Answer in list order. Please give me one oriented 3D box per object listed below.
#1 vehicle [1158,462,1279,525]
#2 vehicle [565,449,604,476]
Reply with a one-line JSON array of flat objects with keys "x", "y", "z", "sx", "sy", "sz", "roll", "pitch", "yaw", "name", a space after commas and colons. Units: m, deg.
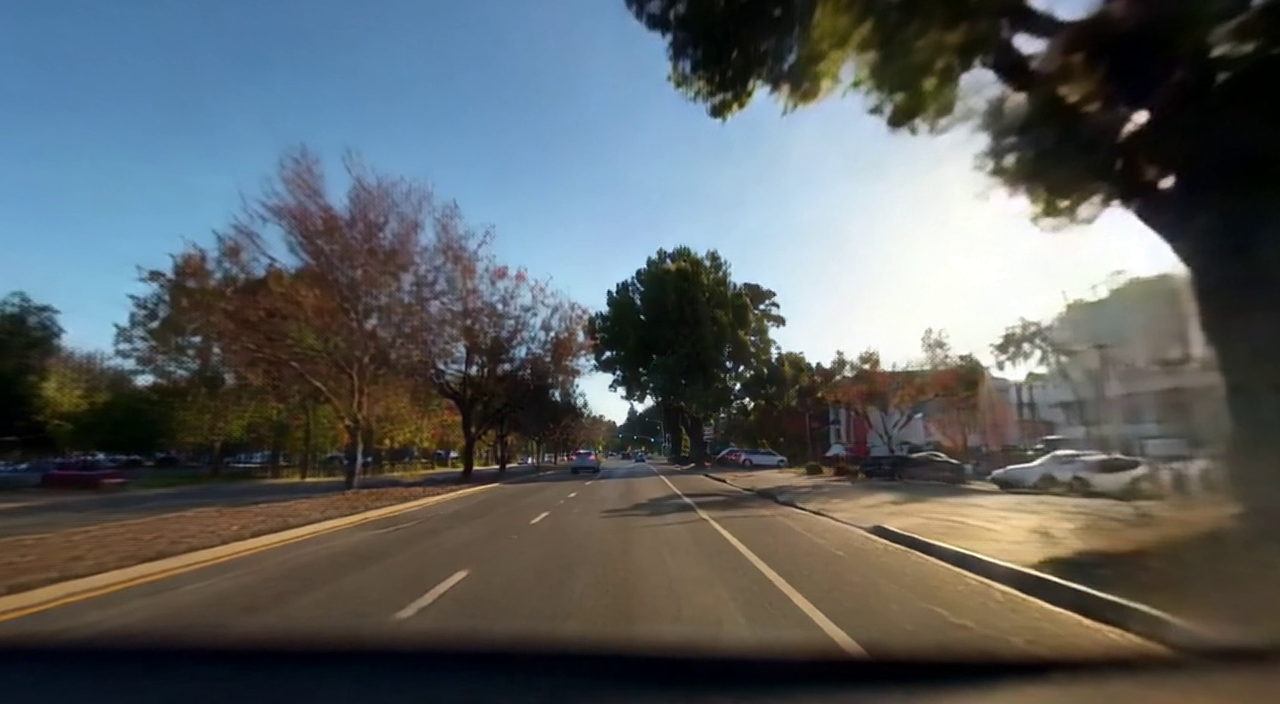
[{"x": 16.282, "y": 3.609, "z": 16.397, "sx": 4.172, "sy": 1.407, "sz": 1.931, "roll": 1, "pitch": -9, "yaw": -8, "name": "vehicle"}, {"x": -3.339, "y": 6.788, "z": 38.965, "sx": 2.030, "sy": 1.550, "sz": 3.925, "roll": 0, "pitch": -9, "yaw": 0, "name": "vehicle"}]
